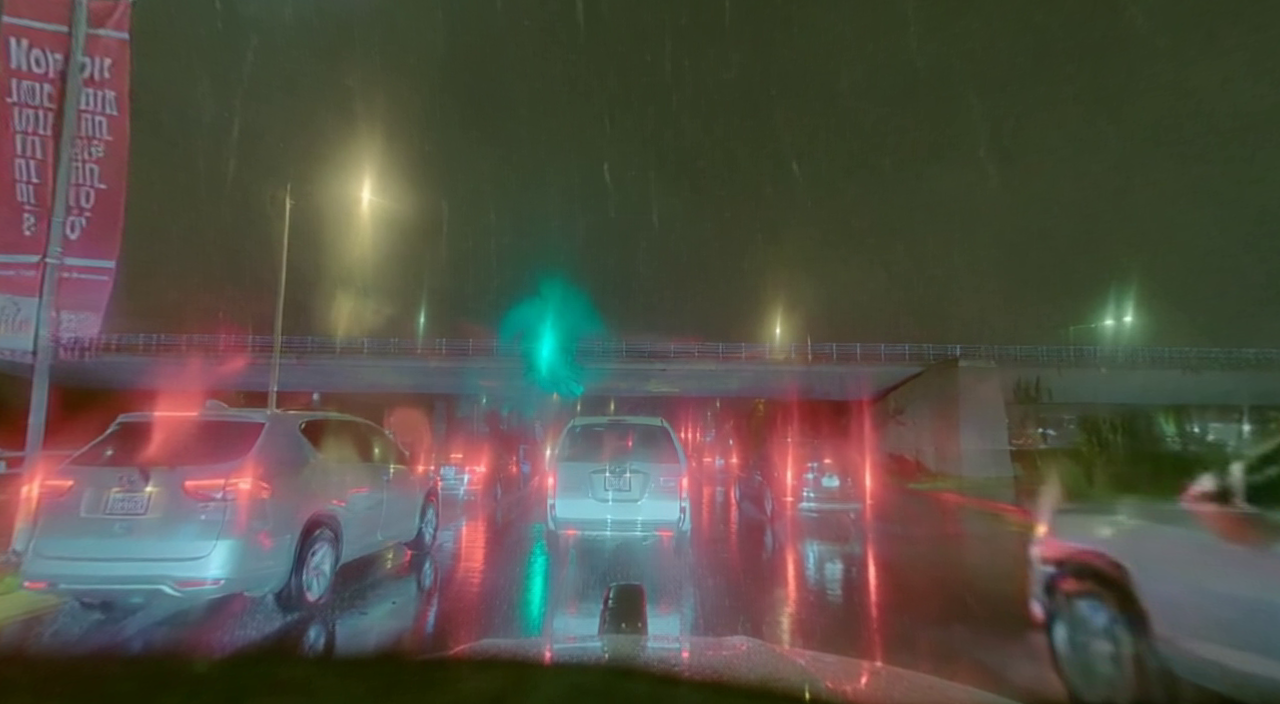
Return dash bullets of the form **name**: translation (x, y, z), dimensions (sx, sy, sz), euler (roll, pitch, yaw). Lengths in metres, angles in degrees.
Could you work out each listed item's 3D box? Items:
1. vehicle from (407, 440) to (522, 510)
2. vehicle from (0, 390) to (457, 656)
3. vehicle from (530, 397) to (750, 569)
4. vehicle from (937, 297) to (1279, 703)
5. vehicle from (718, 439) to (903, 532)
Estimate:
- **vehicle**: translation (-4.158, 2.940, 15.442), dimensions (1.797, 1.505, 3.506), euler (0, -9, 0)
- **vehicle**: translation (-3.499, 1.427, 6.273), dimensions (2.039, 1.709, 4.265), euler (0, -9, 0)
- **vehicle**: translation (-0.082, 1.771, 9.211), dimensions (2.409, 1.864, 4.471), euler (0, -9, -2)
- **vehicle**: translation (3.182, 0.725, 2.146), dimensions (2.016, 1.804, 4.681), euler (0, -9, 0)
- **vehicle**: translation (3.057, 2.523, 12.626), dimensions (2.228, 1.472, 4.939), euler (0, -9, -1)
